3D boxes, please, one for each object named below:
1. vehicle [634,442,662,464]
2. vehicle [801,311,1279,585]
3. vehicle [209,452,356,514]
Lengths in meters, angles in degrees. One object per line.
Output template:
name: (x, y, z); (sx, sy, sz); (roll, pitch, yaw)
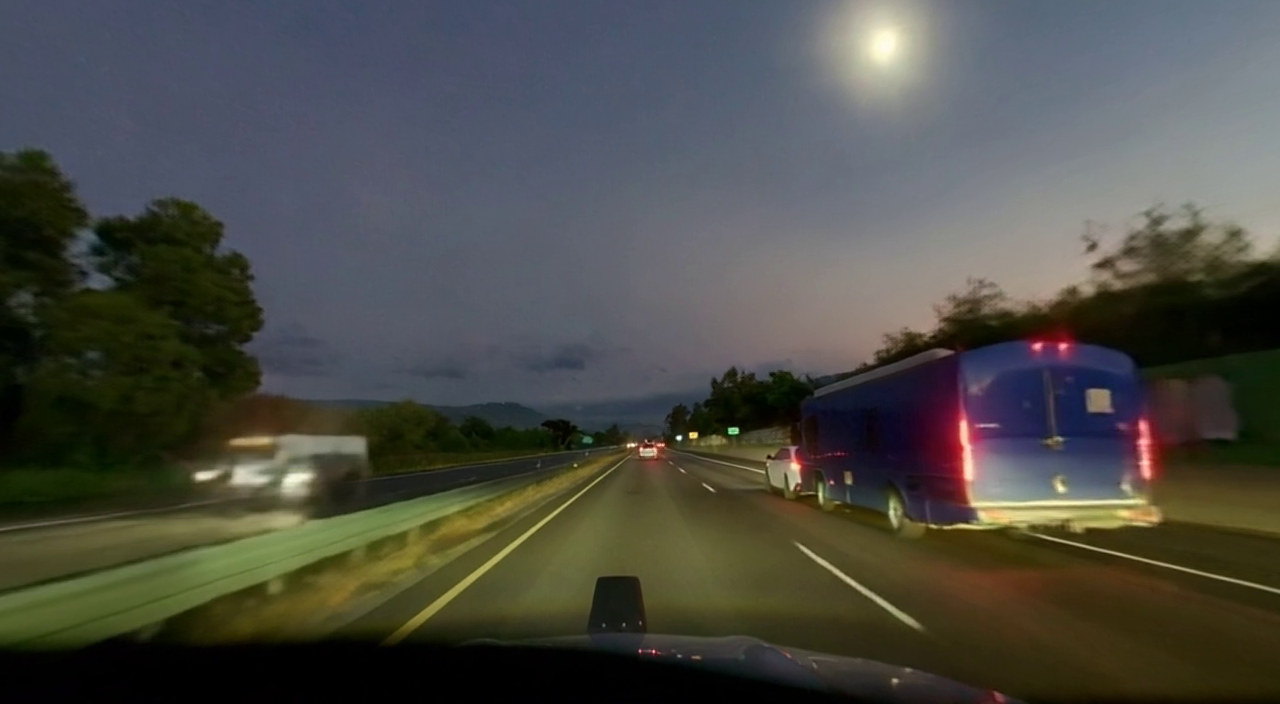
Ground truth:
vehicle: (0.569, 7.686, 47.922); (2.030, 1.572, 4.067); (0, -8, 0)
vehicle: (4.786, 1.411, 9.658); (2.712, 2.659, 6.992); (0, -8, 0)
vehicle: (-9.909, 3.619, 17.845); (1.914, 1.495, 3.809); (0, -8, 0)
